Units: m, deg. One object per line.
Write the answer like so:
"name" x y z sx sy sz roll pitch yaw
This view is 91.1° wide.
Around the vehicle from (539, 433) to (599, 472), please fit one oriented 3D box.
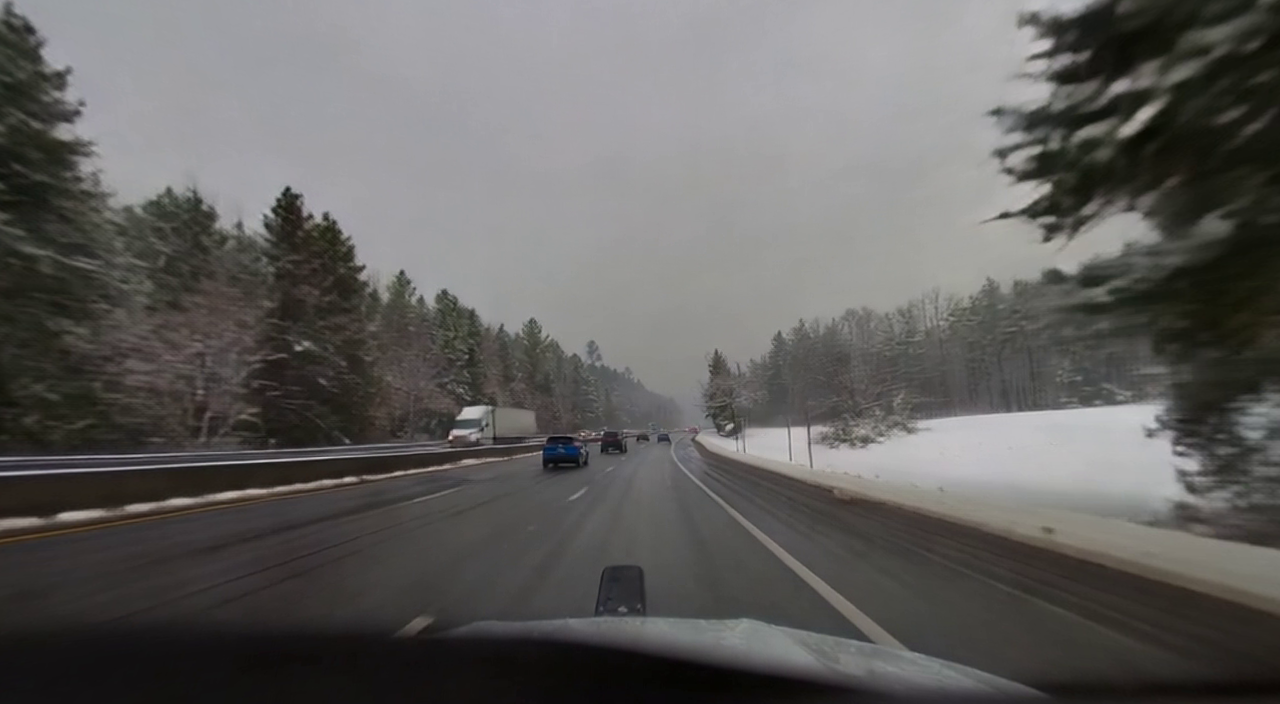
"vehicle" -3.082 4.534 28.436 2.053 1.589 4.671 -1 -9 2
